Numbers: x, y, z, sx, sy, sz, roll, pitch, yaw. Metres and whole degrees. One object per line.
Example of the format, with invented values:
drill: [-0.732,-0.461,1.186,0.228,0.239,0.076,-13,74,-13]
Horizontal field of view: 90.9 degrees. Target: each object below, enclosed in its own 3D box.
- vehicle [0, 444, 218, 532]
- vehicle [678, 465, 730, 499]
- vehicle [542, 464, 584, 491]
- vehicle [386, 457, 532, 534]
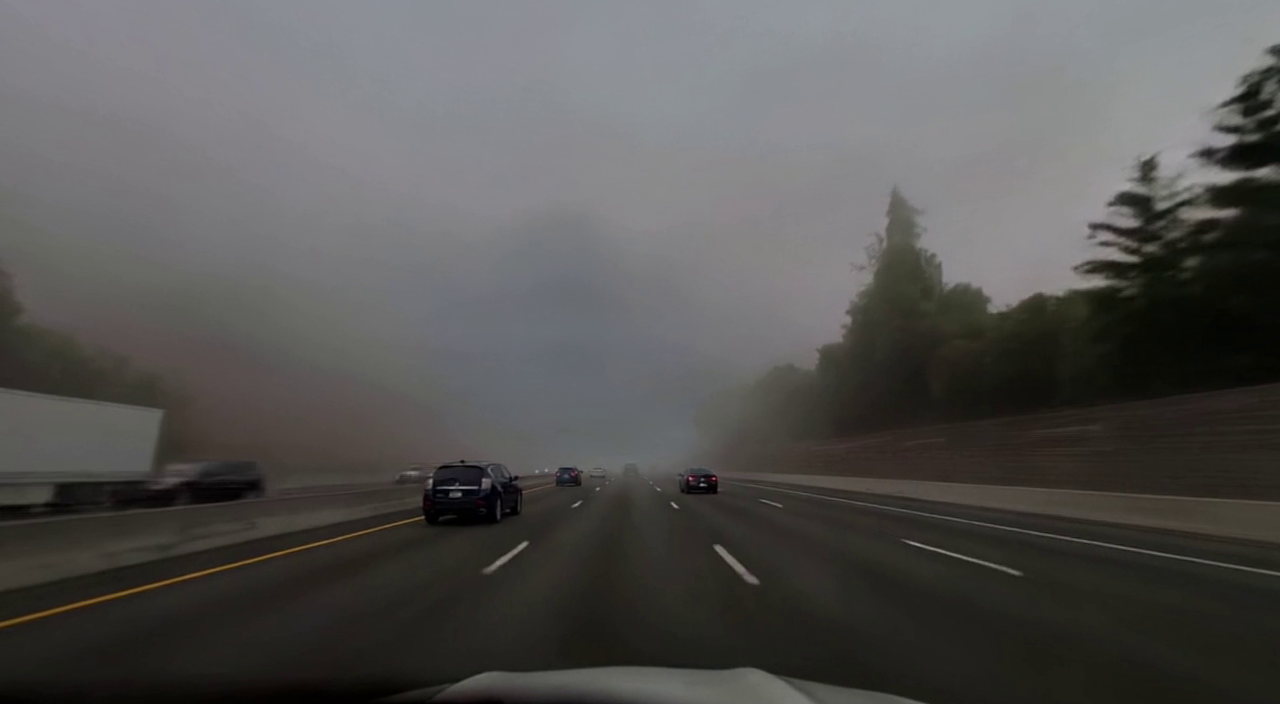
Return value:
vehicle: [-13.884,3.437,16.390,2.102,1.857,5.552,1,-11,-2]
vehicle: [3.047,6.332,30.972,1.981,1.516,4.109,1,-11,-2]
vehicle: [-4.445,7.297,36.821,2.000,1.484,3.995,1,-11,-1]
vehicle: [-3.979,3.271,14.837,2.004,1.468,4.812,1,-11,0]
